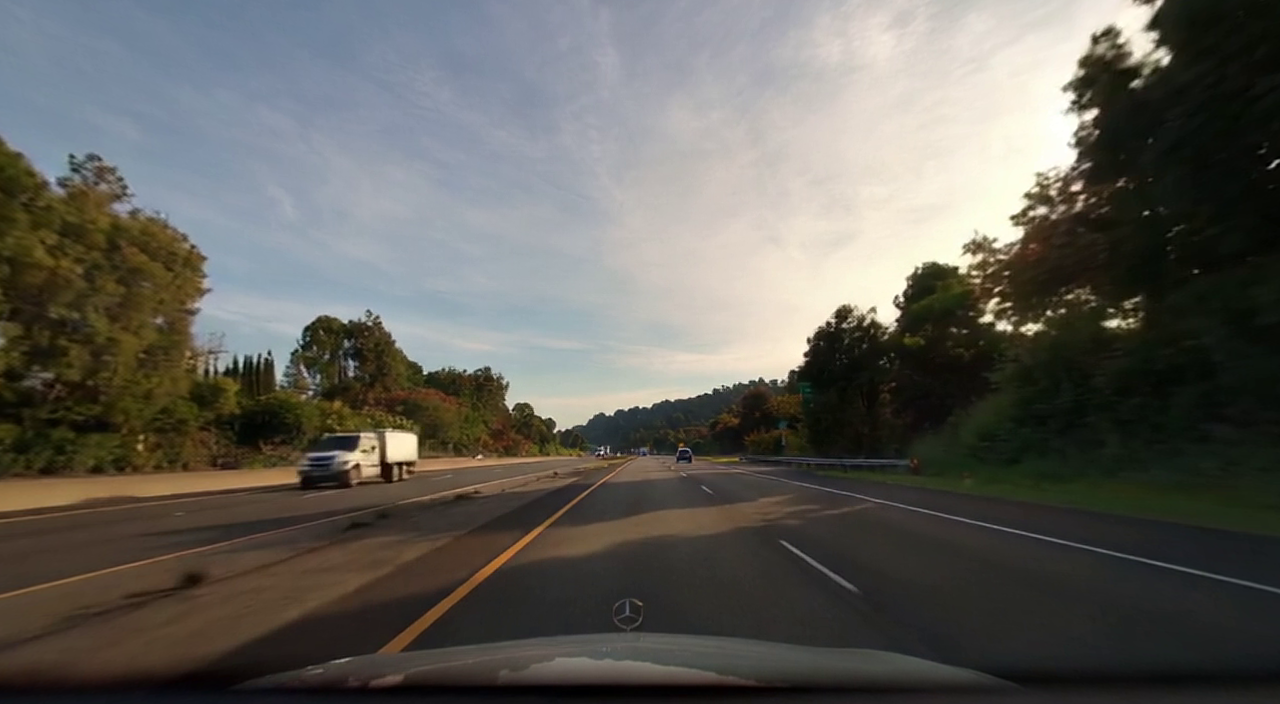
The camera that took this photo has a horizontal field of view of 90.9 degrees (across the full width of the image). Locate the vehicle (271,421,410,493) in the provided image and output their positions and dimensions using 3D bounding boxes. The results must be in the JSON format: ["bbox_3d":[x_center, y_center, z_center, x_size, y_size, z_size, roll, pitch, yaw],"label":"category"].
[{"bbox_3d":[-12.710,4.538,27.551,2.621,2.749,6.890,0,-9,0],"label":"vehicle"}]
